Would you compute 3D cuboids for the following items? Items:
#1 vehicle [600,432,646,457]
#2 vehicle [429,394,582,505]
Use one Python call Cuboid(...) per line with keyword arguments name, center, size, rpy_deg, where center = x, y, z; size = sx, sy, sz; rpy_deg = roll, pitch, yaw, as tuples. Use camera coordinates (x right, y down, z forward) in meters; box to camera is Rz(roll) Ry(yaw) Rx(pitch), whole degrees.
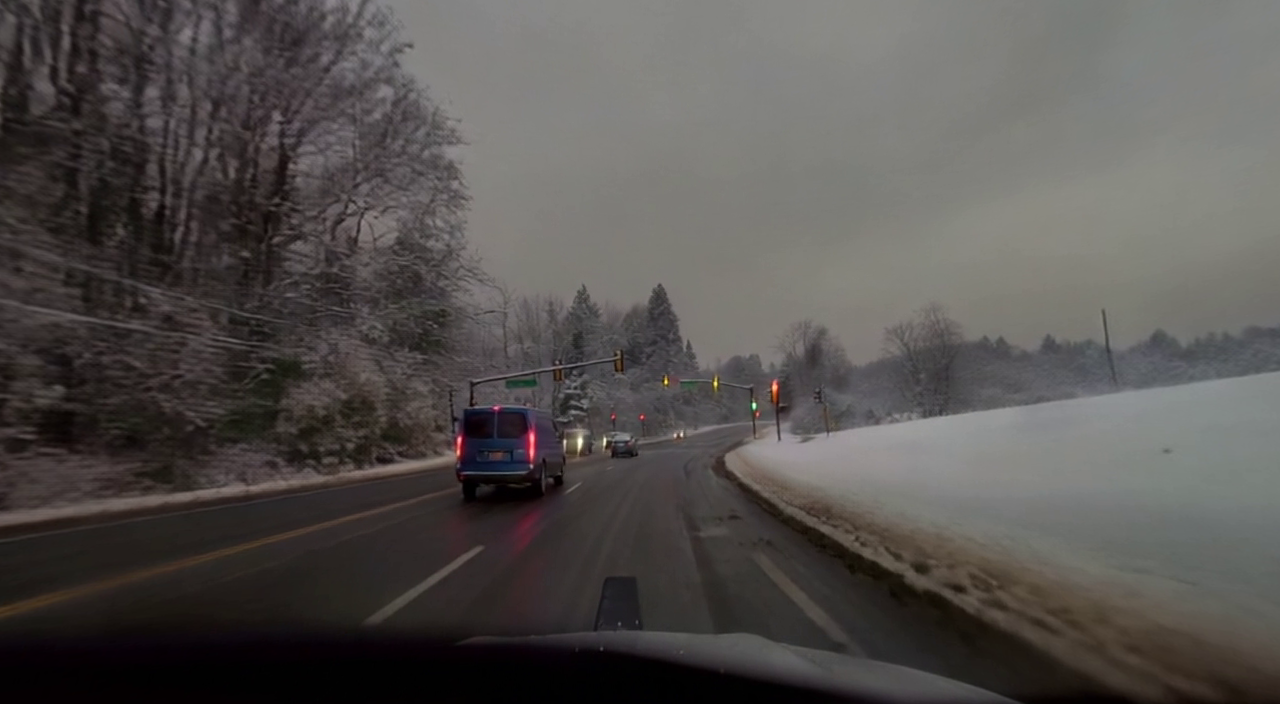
Cuboid(name="vehicle", center=(-0.993, 5.820, 39.539), size=(2.088, 1.484, 4.572), rpy_deg=(-1, -8, 9))
Cuboid(name="vehicle", center=(-2.916, 2.308, 15.162), size=(2.362, 2.185, 5.212), rpy_deg=(0, -8, 2))
